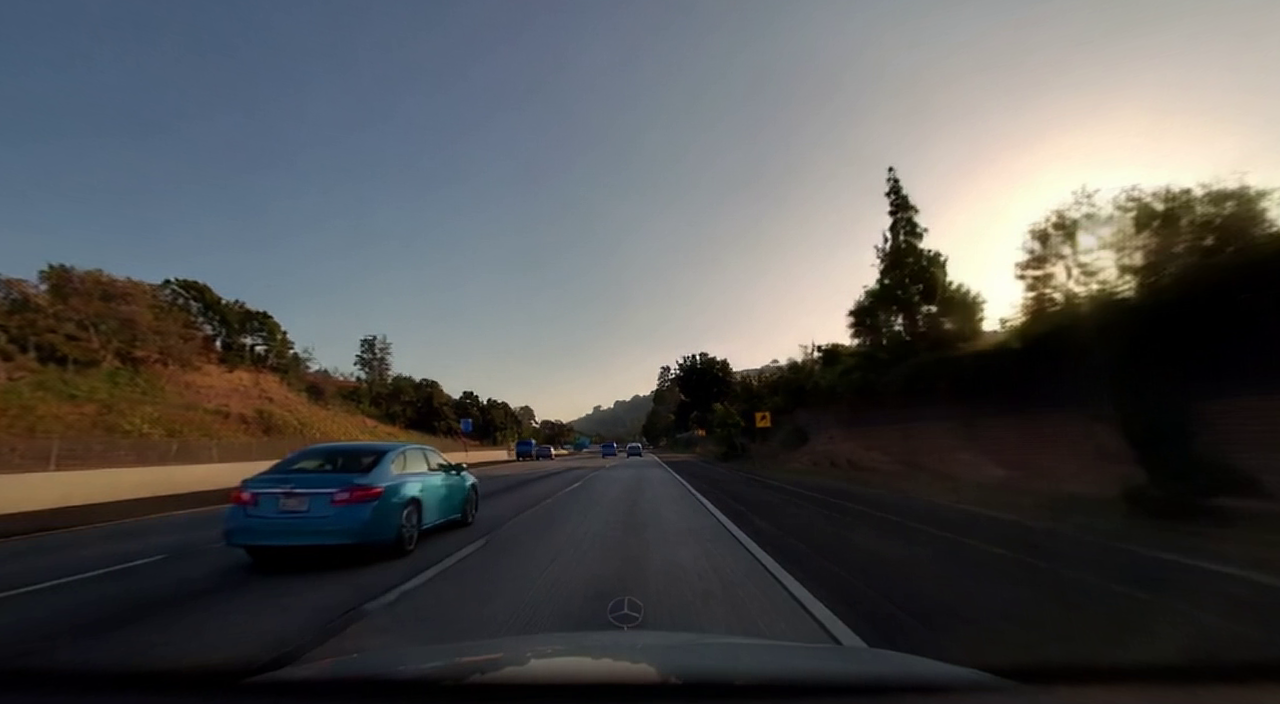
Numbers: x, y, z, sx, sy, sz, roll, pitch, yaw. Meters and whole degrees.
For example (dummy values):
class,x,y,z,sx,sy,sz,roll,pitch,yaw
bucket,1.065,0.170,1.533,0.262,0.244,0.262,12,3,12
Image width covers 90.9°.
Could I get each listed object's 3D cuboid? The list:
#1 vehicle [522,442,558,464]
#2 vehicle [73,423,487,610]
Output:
class,x,y,z,sx,sy,sz,roll,pitch,yaw
vehicle,-7.501,7.594,47.564,2.014,1.598,4.015,0,-8,1
vehicle,-3.568,1.716,7.708,2.081,1.514,4.943,0,-8,1
